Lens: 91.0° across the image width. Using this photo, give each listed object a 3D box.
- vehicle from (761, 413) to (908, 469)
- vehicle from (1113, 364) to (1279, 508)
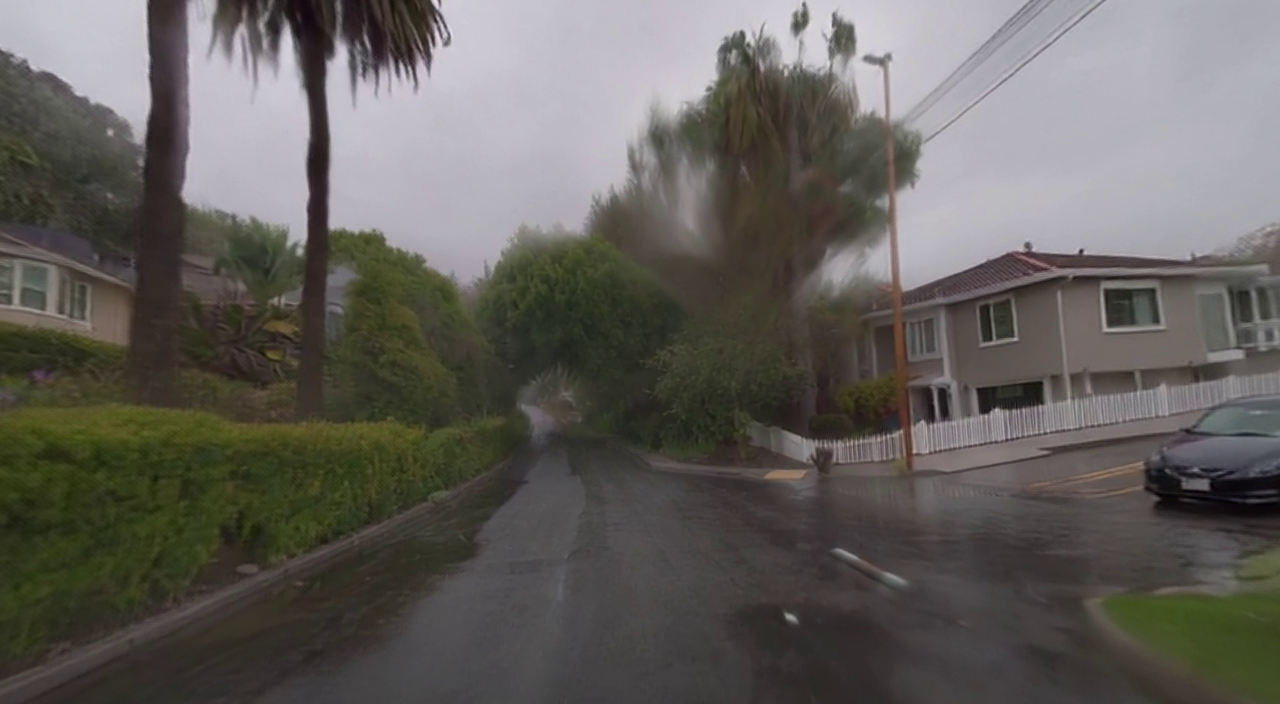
[{"bbox_3d":[7.856,3.656,25.426,5.663,1.913,2.170,6,-11,-25],"label":"vehicle"},{"bbox_3d":[10.617,1.430,10.187,4.443,1.948,2.230,2,-13,-16],"label":"vehicle"}]
